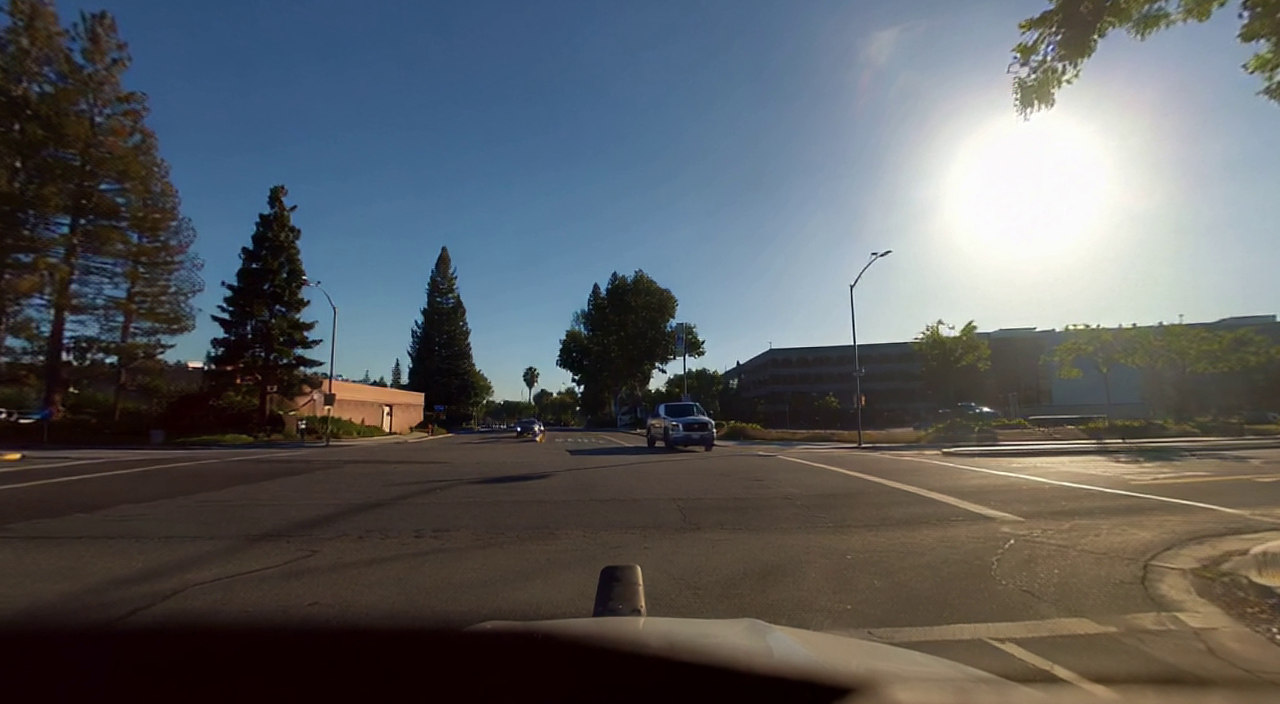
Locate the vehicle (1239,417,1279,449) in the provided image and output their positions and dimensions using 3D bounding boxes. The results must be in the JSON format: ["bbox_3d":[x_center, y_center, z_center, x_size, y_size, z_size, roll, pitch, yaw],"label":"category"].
[{"bbox_3d":[41.817,5.338,41.149,5.748,1.977,2.265,5,-10,-33],"label":"vehicle"}]

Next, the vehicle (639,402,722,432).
[{"bbox_3d":[2.729,4.599,43.594,2.435,1.858,5.585,8,-12,-44],"label":"vehicle"}]
